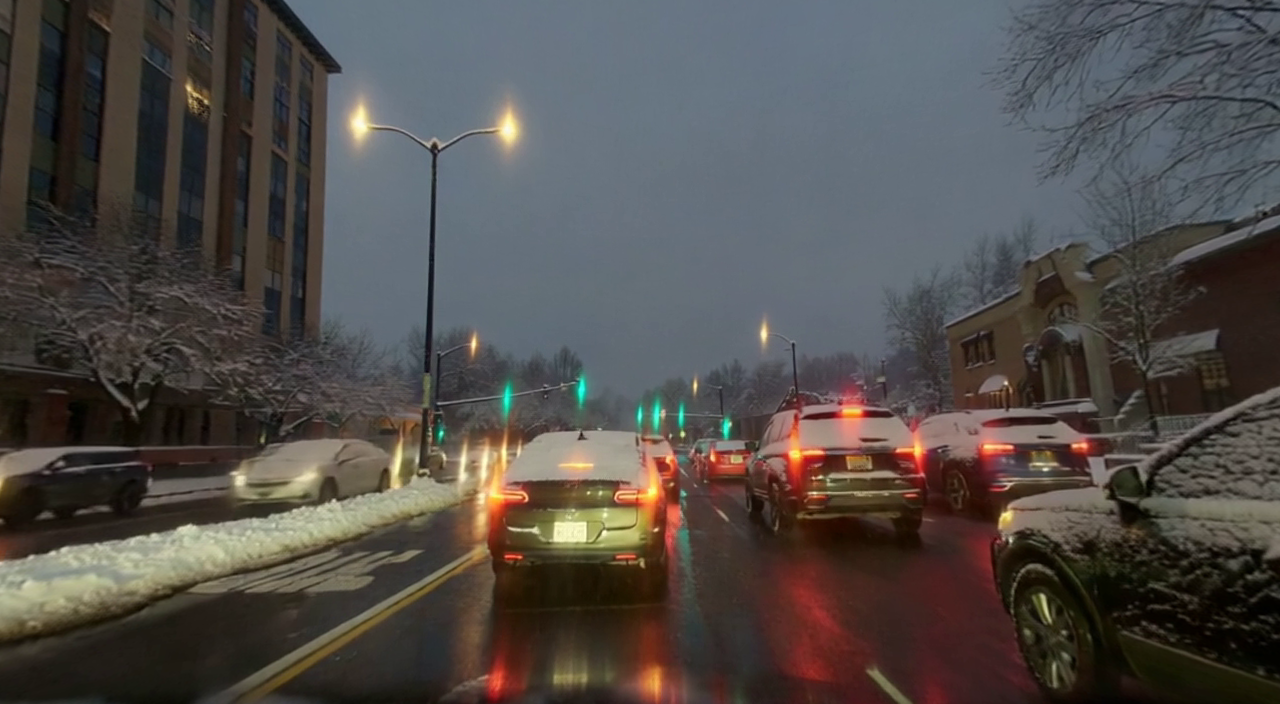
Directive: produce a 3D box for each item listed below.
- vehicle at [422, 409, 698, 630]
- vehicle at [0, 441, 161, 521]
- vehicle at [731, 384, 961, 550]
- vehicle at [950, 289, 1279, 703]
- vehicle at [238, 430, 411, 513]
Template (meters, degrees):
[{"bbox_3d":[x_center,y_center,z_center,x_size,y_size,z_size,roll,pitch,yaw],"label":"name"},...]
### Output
[{"bbox_3d":[-0.573,1.585,6.901,2.111,1.676,4.018,0,-8,1],"label":"vehicle"},{"bbox_3d":[-16.061,3.465,17.454,1.968,1.917,4.335,0,-8,0],"label":"vehicle"},{"bbox_3d":[3.514,2.149,12.403,2.516,2.481,5.766,0,-8,-1],"label":"vehicle"},{"bbox_3d":[3.172,0.776,2.126,1.982,1.960,4.427,0,-8,1],"label":"vehicle"},{"bbox_3d":[-8.668,3.305,18.009,2.111,2.002,5.330,0,-8,1],"label":"vehicle"}]
